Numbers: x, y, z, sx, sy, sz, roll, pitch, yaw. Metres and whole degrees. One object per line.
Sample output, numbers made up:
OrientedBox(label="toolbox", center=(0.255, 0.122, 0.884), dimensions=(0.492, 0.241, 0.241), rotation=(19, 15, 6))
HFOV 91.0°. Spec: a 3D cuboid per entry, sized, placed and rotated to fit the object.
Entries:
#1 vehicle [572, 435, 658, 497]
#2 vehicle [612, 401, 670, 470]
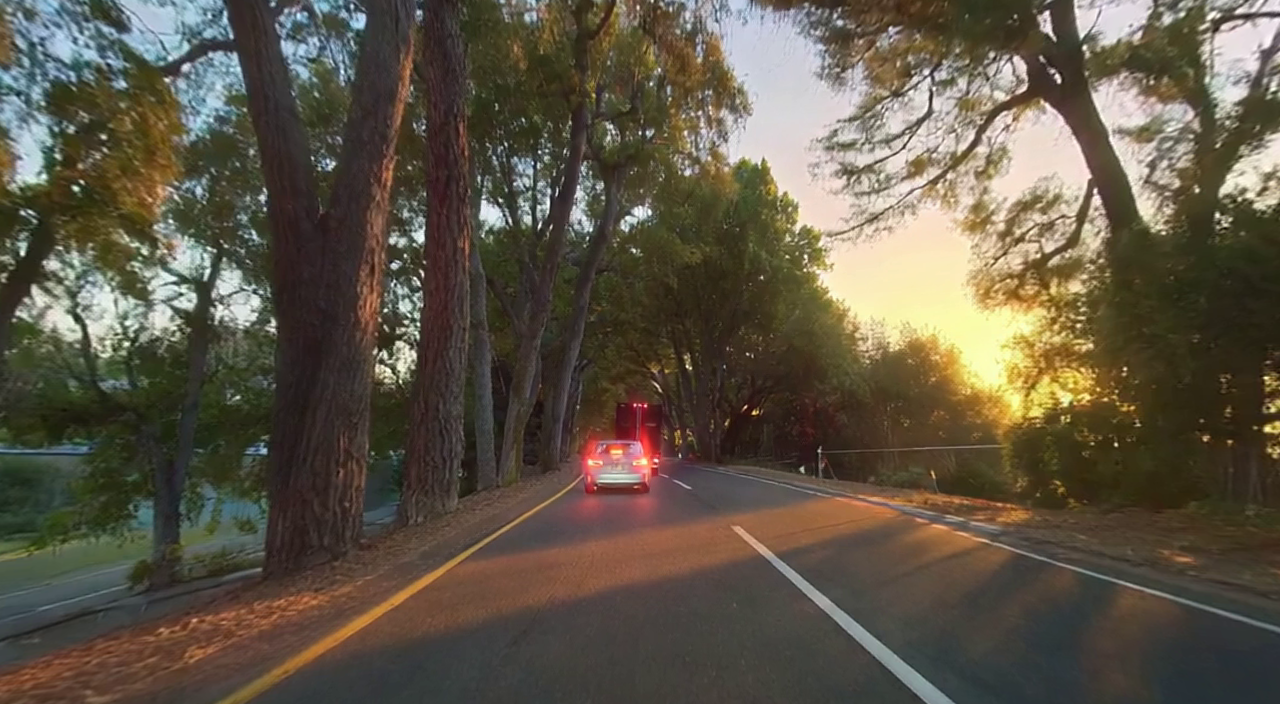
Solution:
OrientedBox(label="vehicle", center=(-0.597, 3.097, 17.445), dimensions=(2.076, 1.490, 4.078), rotation=(0, -9, 0))
OrientedBox(label="vehicle", center=(-0.012, 5.338, 39.513), dimensions=(3.085, 3.682, 11.755), rotation=(0, -9, -1))
